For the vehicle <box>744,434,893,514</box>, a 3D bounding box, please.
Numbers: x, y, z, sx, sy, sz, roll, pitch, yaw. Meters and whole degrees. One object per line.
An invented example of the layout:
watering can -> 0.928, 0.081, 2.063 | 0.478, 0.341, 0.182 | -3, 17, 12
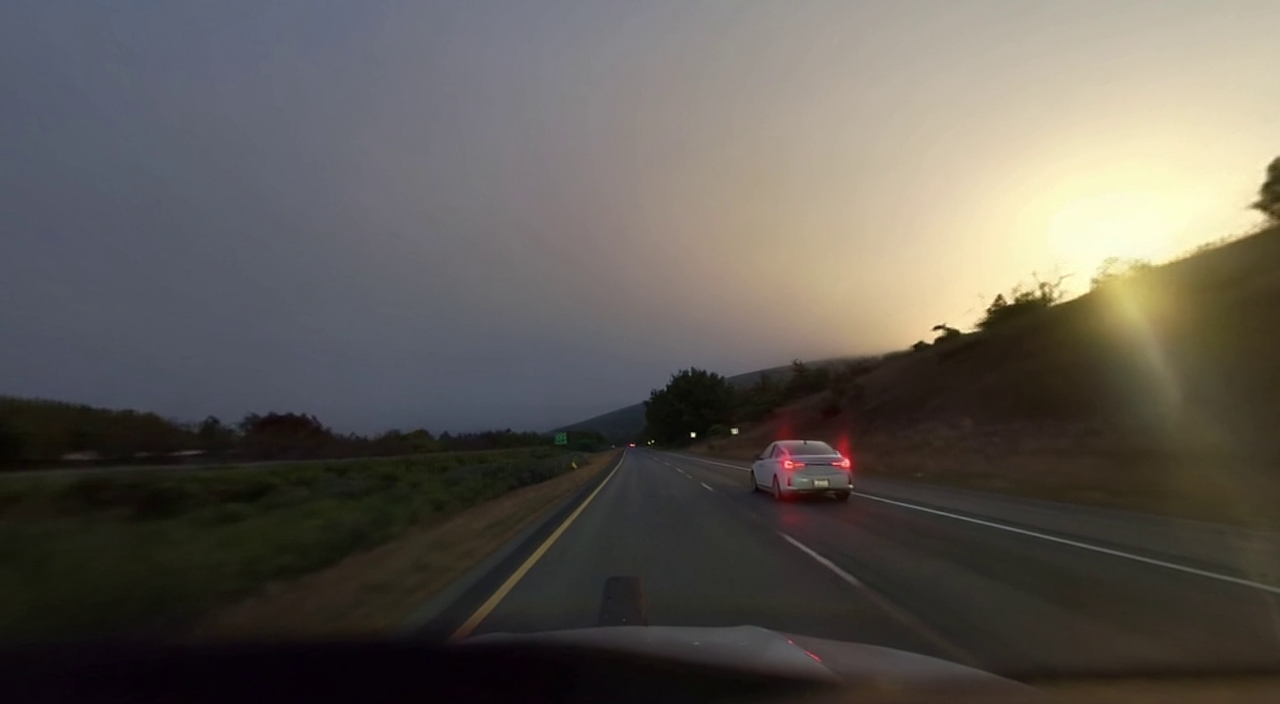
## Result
vehicle -> 3.719, 2.629, 14.094 | 2.003, 1.466, 4.441 | 0, -8, 0
